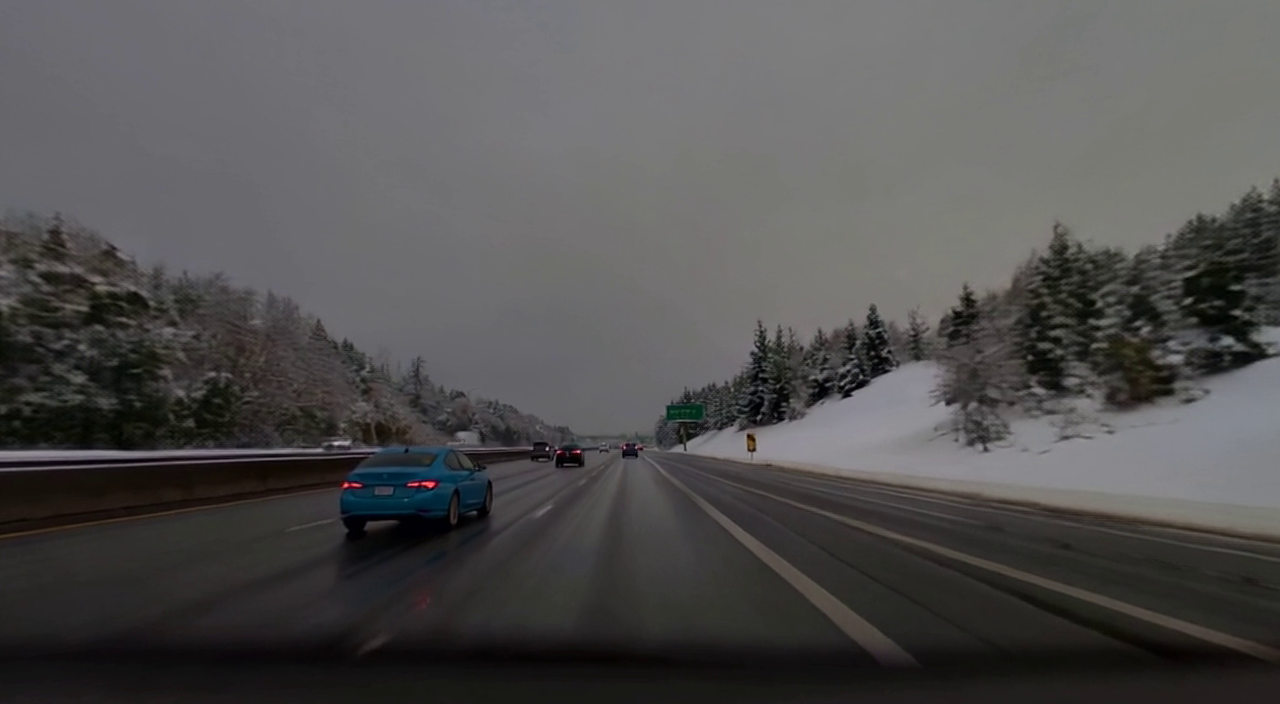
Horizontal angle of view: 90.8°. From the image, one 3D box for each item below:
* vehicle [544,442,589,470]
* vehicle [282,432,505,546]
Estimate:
[{"bbox_3d":[-4.098,5.885,35.918,2.068,1.501,4.395,0,-9,-1],"label":"vehicle"},{"bbox_3d":[-3.785,2.167,10.723,2.025,1.506,4.429,0,-9,-1],"label":"vehicle"}]
